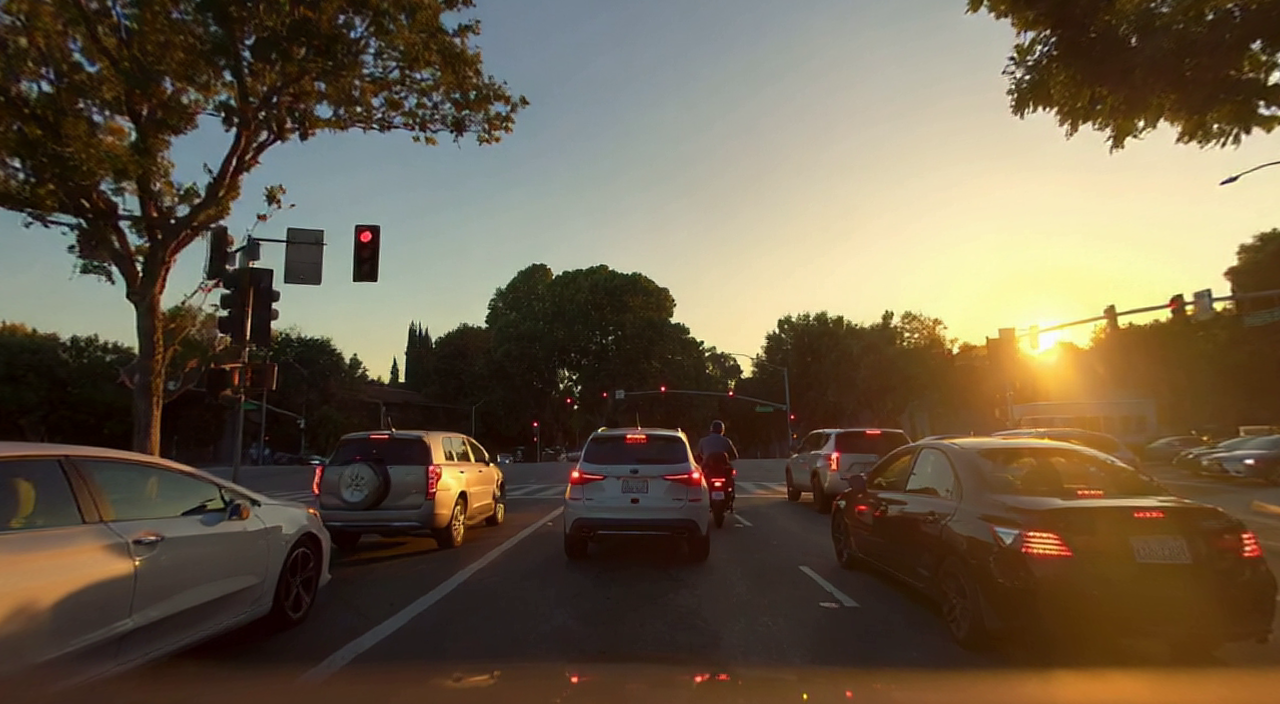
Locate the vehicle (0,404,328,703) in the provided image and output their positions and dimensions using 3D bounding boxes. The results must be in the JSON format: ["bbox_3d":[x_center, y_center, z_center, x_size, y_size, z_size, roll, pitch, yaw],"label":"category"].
[{"bbox_3d":[-3.345,0.950,2.369,1.863,1.495,4.667,0,-8,2],"label":"vehicle"}]

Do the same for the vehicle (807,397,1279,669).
[{"bbox_3d":[3.236,1.443,6.194,2.006,1.659,4.462,0,-8,1],"label":"vehicle"}]

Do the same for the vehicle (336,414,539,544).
[{"bbox_3d":[-3.217,2.119,11.164,2.048,1.805,4.405,0,-8,1],"label":"vehicle"}]

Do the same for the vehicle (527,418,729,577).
[{"bbox_3d":[-0.094,1.802,8.553,2.106,1.655,3.717,0,-8,1],"label":"vehicle"}]
